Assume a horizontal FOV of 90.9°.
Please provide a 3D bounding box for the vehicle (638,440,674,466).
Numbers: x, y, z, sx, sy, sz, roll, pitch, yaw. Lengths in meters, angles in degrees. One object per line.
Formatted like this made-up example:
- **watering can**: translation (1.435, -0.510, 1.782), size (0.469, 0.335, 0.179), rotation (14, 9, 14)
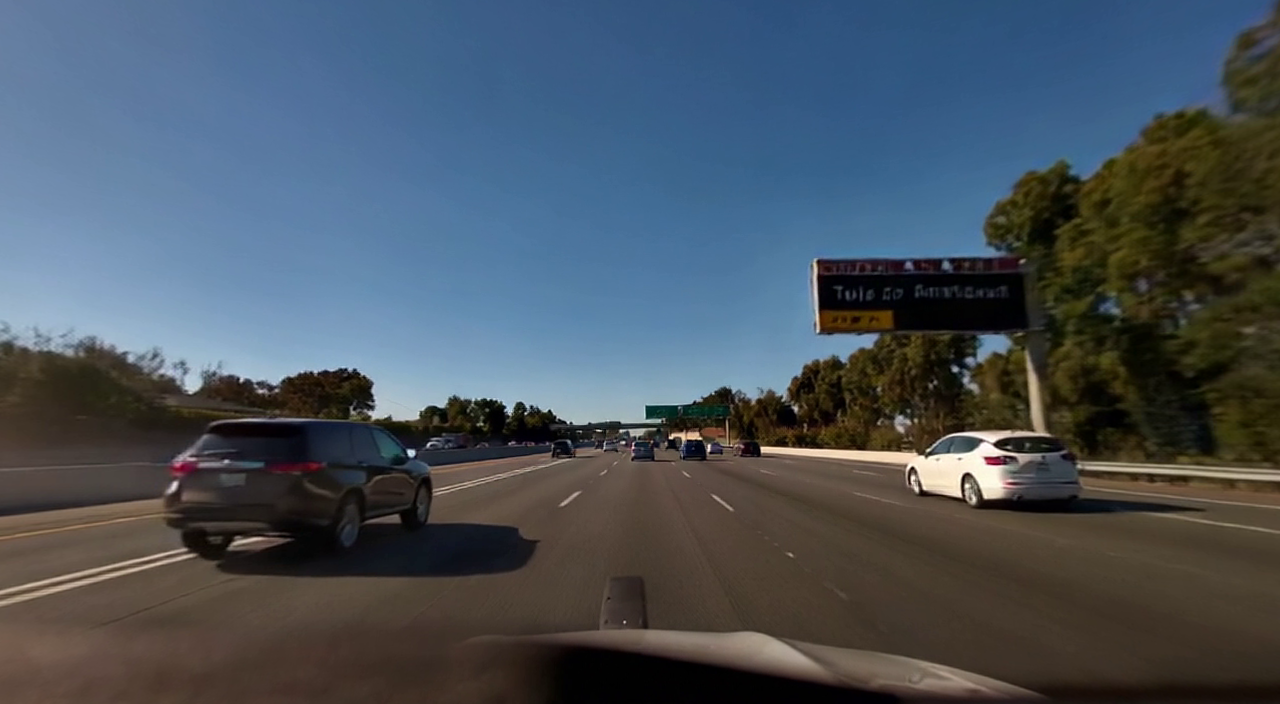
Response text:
- **vehicle**: translation (0.905, 6.104, 38.368), size (2.050, 1.452, 3.917), rotation (0, -8, -1)

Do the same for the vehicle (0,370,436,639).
- **vehicle**: translation (-4.036, 1.351, 6.630), size (2.118, 1.750, 4.875), rotation (0, -8, 0)

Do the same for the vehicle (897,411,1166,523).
- **vehicle**: translation (7.284, 2.205, 12.607), size (2.123, 1.756, 4.959), rotation (0, -8, -1)
